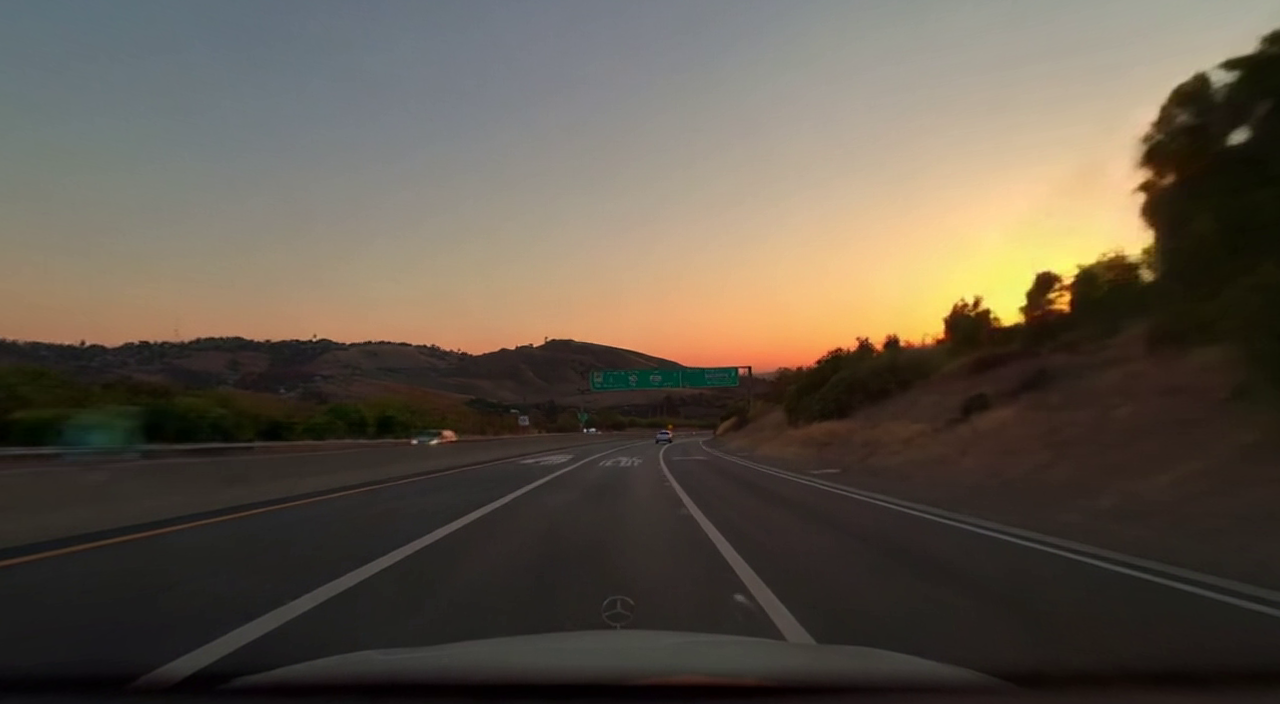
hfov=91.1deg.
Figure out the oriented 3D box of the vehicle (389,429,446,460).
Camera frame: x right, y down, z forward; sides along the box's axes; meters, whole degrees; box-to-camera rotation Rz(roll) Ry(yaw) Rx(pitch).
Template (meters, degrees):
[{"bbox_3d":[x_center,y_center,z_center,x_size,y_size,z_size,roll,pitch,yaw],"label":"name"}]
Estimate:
[{"bbox_3d":[-15.146,6.315,43.180,2.211,1.967,4.734,0,-8,-1],"label":"vehicle"}]
